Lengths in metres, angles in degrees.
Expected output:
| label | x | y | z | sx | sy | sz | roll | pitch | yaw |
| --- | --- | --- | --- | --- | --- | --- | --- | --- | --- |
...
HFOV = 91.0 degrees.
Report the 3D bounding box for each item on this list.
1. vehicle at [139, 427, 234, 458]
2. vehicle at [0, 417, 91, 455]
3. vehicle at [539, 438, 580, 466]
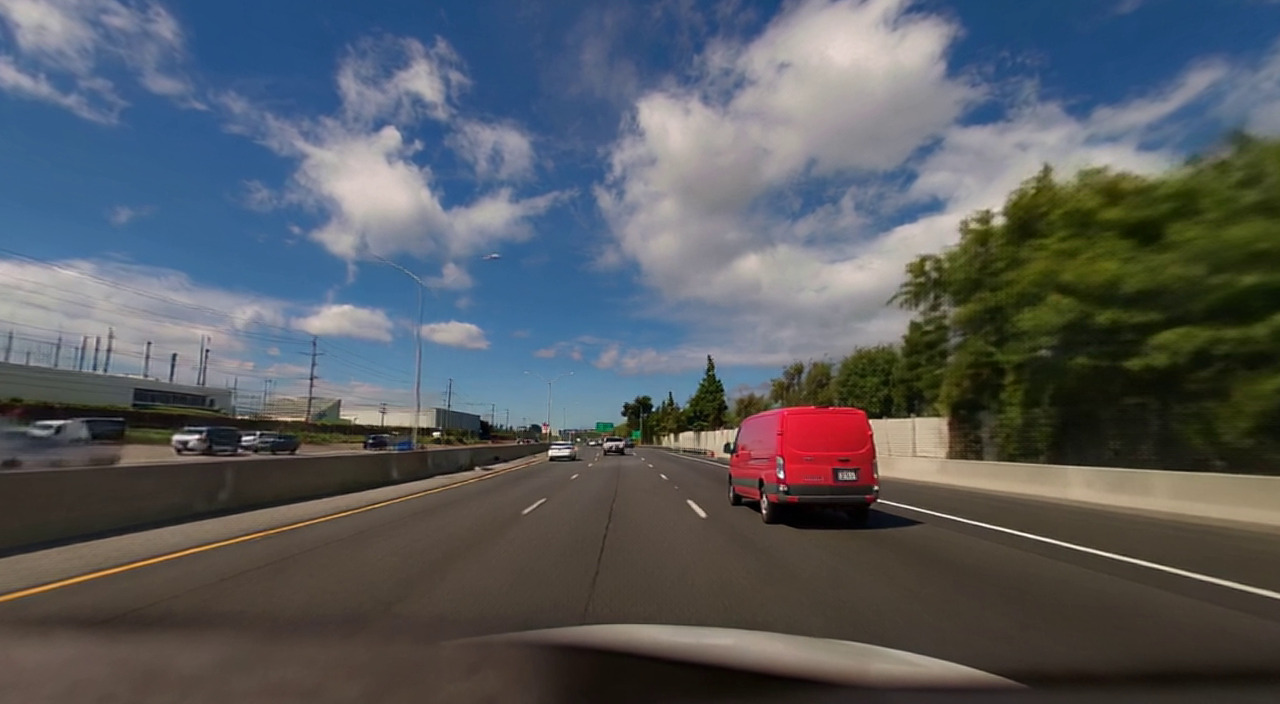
| label | x | y | z | sx | sy | sz | roll | pitch | yaw |
| --- | --- | --- | --- | --- | --- | --- | --- | --- | --- |
| vehicle | -30.765 | 6.152 | 42.822 | 4.674 | 1.939 | 2.061 | 0 | -8 | -7 |
| vehicle | -41.679 | 5.743 | 42.805 | 5.841 | 2.498 | 2.655 | 0 | -8 | -5 |
| vehicle | -4.755 | 5.992 | 37.825 | 2.045 | 1.547 | 4.162 | 0 | -8 | -2 |
